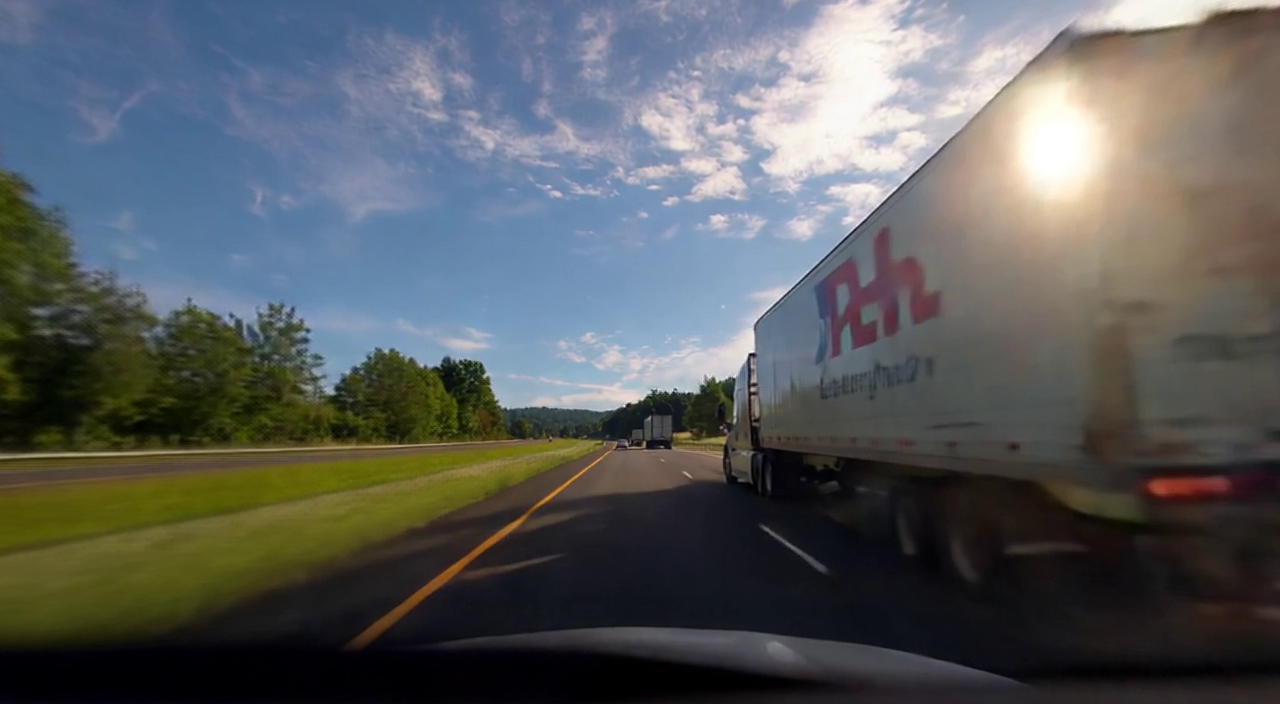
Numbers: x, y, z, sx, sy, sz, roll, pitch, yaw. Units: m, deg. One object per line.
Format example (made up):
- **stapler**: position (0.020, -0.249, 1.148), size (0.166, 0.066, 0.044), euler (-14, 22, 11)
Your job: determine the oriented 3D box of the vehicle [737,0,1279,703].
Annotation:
- **vehicle**: position (4.220, 0.588, 9.811), size (2.871, 4.072, 14.183), euler (0, -8, -1)
